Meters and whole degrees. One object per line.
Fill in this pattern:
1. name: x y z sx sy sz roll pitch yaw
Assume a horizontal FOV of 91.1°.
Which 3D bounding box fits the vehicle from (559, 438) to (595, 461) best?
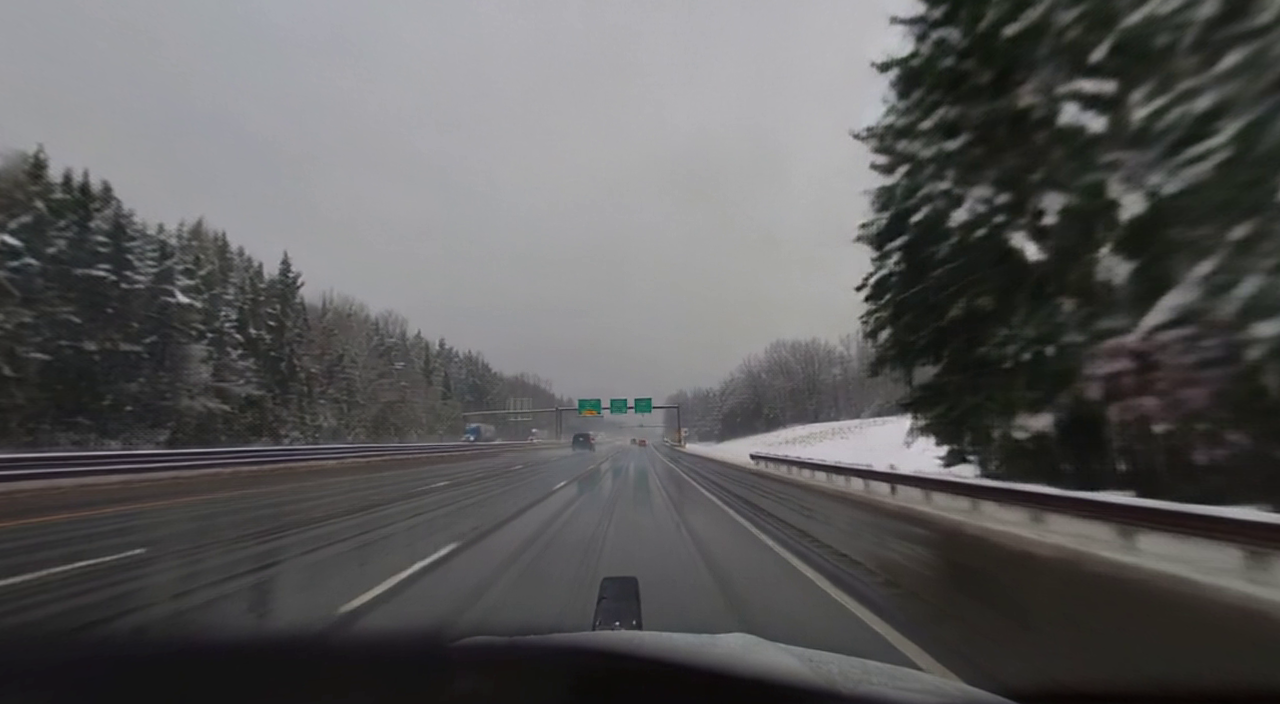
1. vehicle: -4.347 6.790 44.035 2.004 1.497 4.260 0 -8 1
